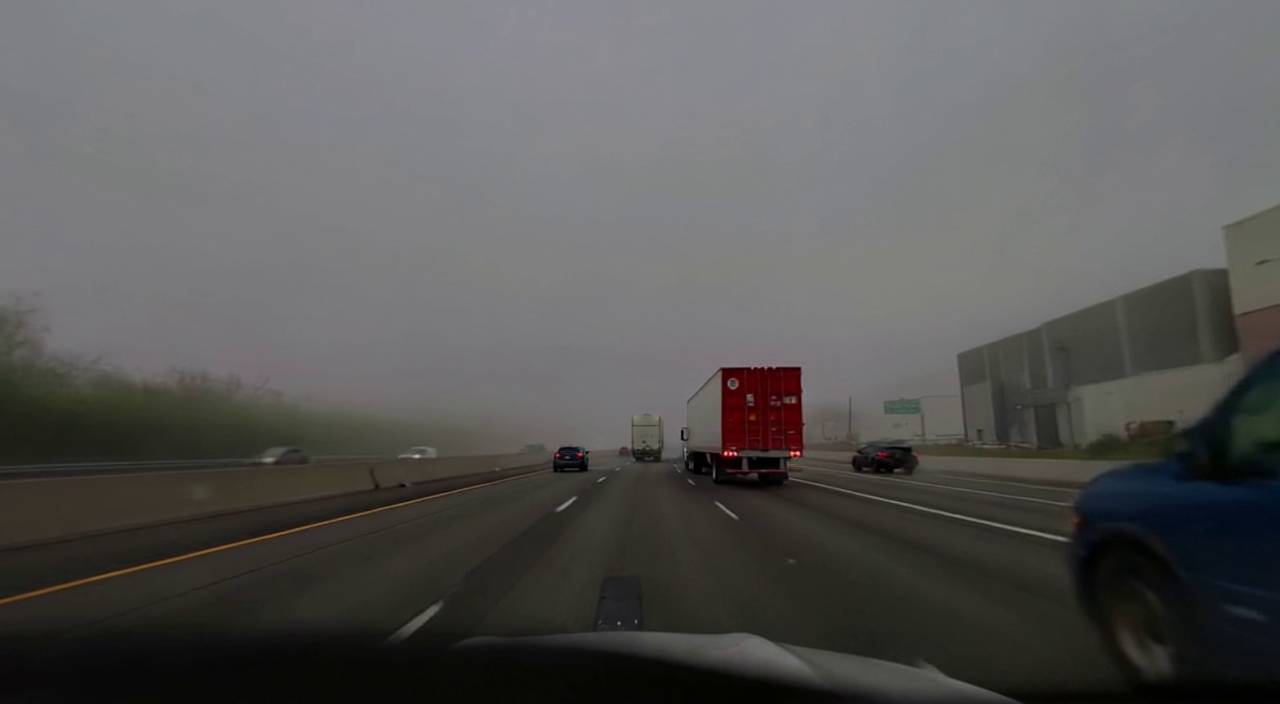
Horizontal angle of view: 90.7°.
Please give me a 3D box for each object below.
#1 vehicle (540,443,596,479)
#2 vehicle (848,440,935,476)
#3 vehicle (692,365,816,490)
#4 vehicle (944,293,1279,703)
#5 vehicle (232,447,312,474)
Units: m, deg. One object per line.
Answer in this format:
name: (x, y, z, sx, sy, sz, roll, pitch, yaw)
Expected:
vehicle: (-3.120, 4.833, 28.323, 2.024, 1.472, 4.014, -1, -8, 0)
vehicle: (11.473, 4.867, 29.256, 2.060, 1.499, 4.683, 0, -8, -1)
vehicle: (4.186, 3.380, 27.030, 2.951, 3.974, 13.340, -1, -8, 1)
vehicle: (3.865, 0.551, 1.198, 2.809, 1.919, 7.507, 0, -8, -1)
vehicle: (-23.059, 6.794, 39.882, 1.881, 1.539, 5.100, -1, -8, 2)
